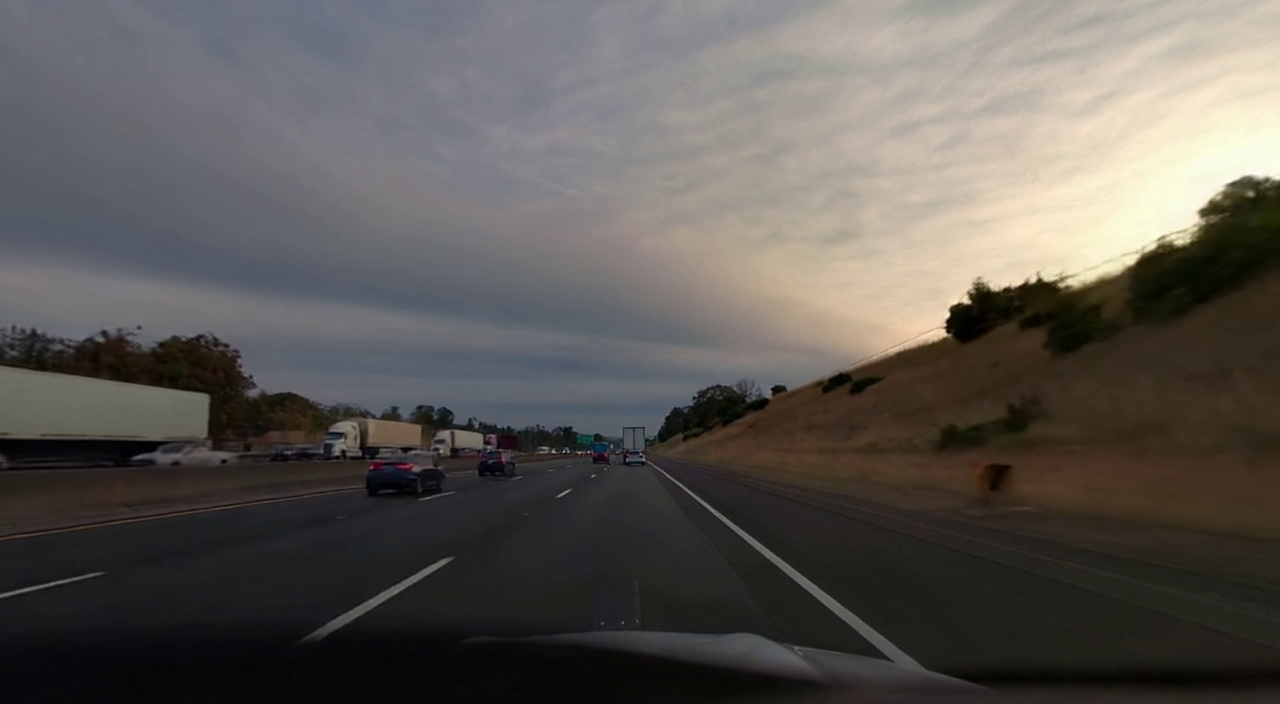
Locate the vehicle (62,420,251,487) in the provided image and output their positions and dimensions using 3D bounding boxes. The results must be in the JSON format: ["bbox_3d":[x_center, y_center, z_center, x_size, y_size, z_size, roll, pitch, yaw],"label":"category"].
[{"bbox_3d":[-14.890,3.194,19.879,2.153,1.828,4.818,0,-9,-1],"label":"vehicle"}]

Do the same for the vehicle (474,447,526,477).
[{"bbox_3d":[-8.054,6.345,36.641,2.004,1.629,4.506,0,-9,0],"label":"vehicle"}]

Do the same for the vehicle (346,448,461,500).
[{"bbox_3d":[-7.341,3.799,20.109,1.895,1.446,4.456,0,-9,0],"label":"vehicle"}]

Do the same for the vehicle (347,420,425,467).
[{"bbox_3d":[-19.833,7.250,49.858,2.935,3.383,7.992,0,-9,-1],"label":"vehicle"}]

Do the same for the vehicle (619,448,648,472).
[{"bbox_3d":[-0.461,7.943,46.376,2.009,1.657,3.962,0,-9,0],"label":"vehicle"}]

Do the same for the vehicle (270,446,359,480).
[{"bbox_3d":[-14.755,5.046,28.846,1.927,1.393,4.071,0,-9,-1],"label":"vehicle"}]
